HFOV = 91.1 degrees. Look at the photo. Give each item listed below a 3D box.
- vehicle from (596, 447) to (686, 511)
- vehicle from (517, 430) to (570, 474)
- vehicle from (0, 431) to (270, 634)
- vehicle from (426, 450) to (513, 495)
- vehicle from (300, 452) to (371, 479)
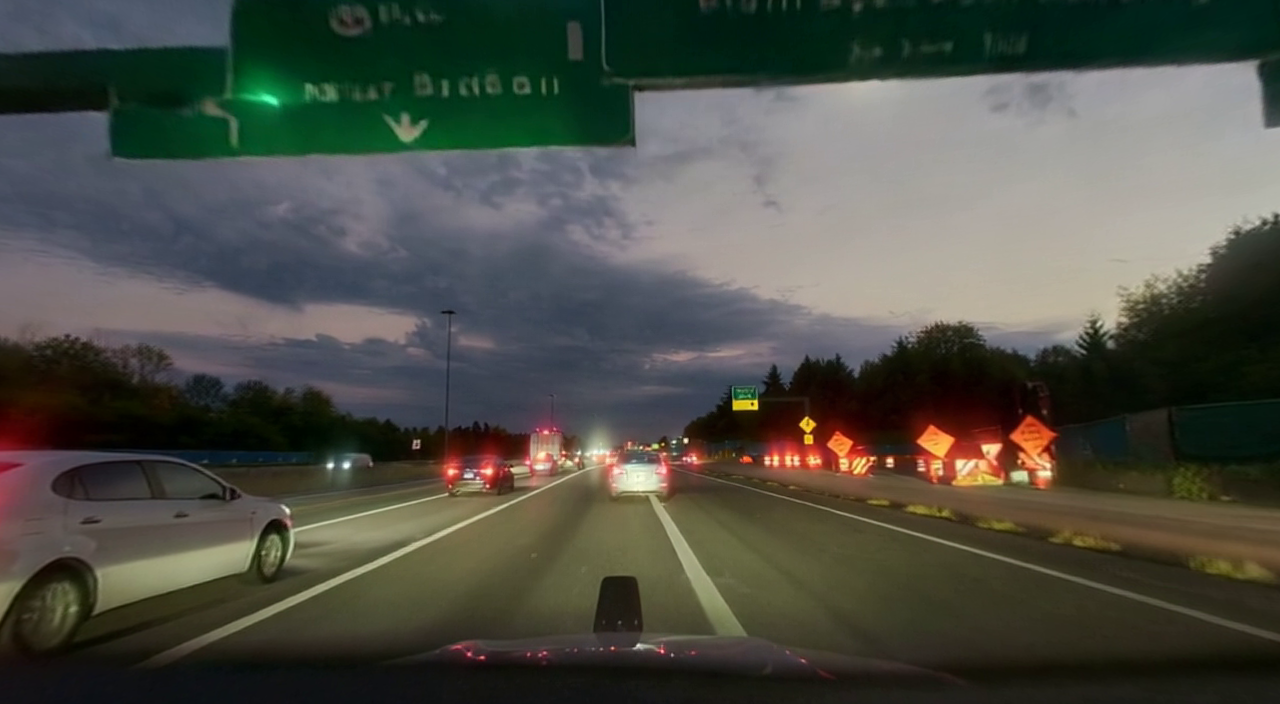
[{"bbox_3d":[-0.012,3.224,16.440,2.080,1.451,3.512,0,-9,-1],"label":"vehicle"},{"bbox_3d":[-6.149,6.516,41.043,2.326,2.645,6.249,-1,-9,2],"label":"vehicle"},{"bbox_3d":[-5.681,1.505,5.739,1.892,1.481,4.573,0,-9,-1],"label":"vehicle"},{"bbox_3d":[-6.012,4.279,22.688,2.063,1.417,4.000,0,-9,-1],"label":"vehicle"},{"bbox_3d":[-19.485,7.265,40.508,2.357,1.631,4.515,0,-9,-1],"label":"vehicle"}]
